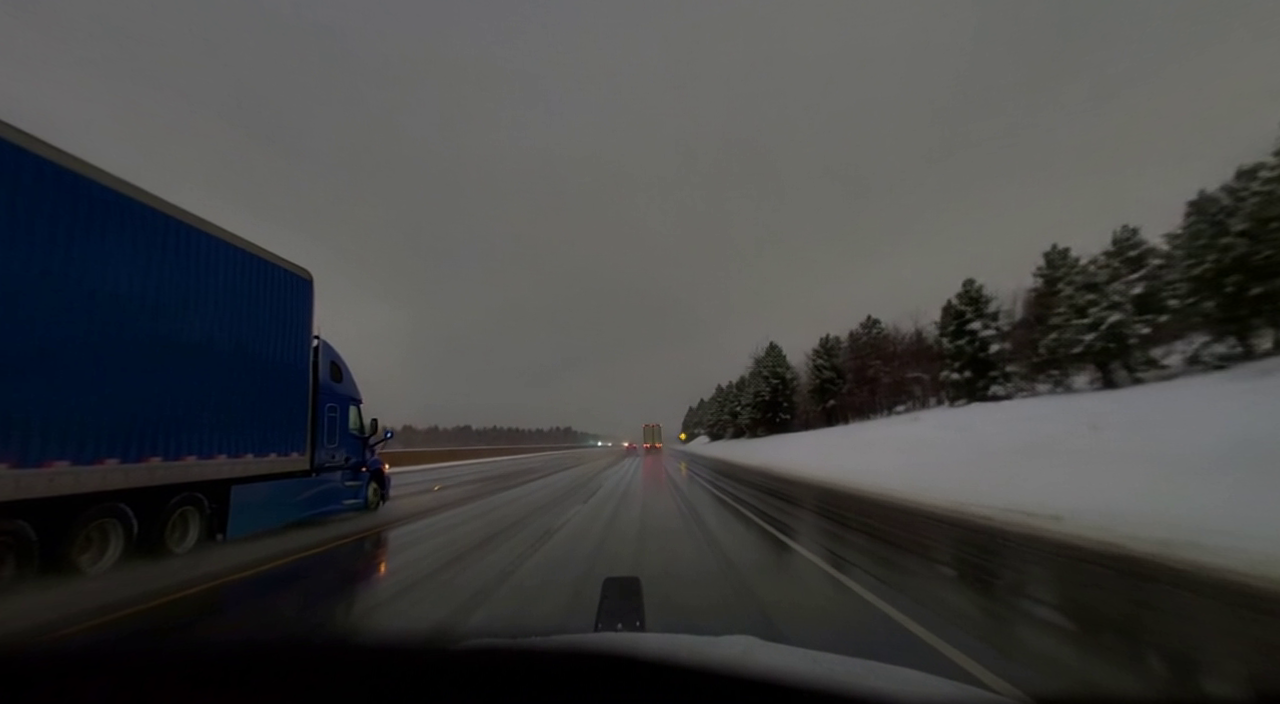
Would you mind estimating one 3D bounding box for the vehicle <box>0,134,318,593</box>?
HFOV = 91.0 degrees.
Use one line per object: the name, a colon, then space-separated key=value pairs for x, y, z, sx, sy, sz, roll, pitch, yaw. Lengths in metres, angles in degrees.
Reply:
vehicle: x=-7.046 y=0.178 z=6.035 sx=2.996 sy=3.947 sz=8.600 roll=0 pitch=-9 yaw=2
